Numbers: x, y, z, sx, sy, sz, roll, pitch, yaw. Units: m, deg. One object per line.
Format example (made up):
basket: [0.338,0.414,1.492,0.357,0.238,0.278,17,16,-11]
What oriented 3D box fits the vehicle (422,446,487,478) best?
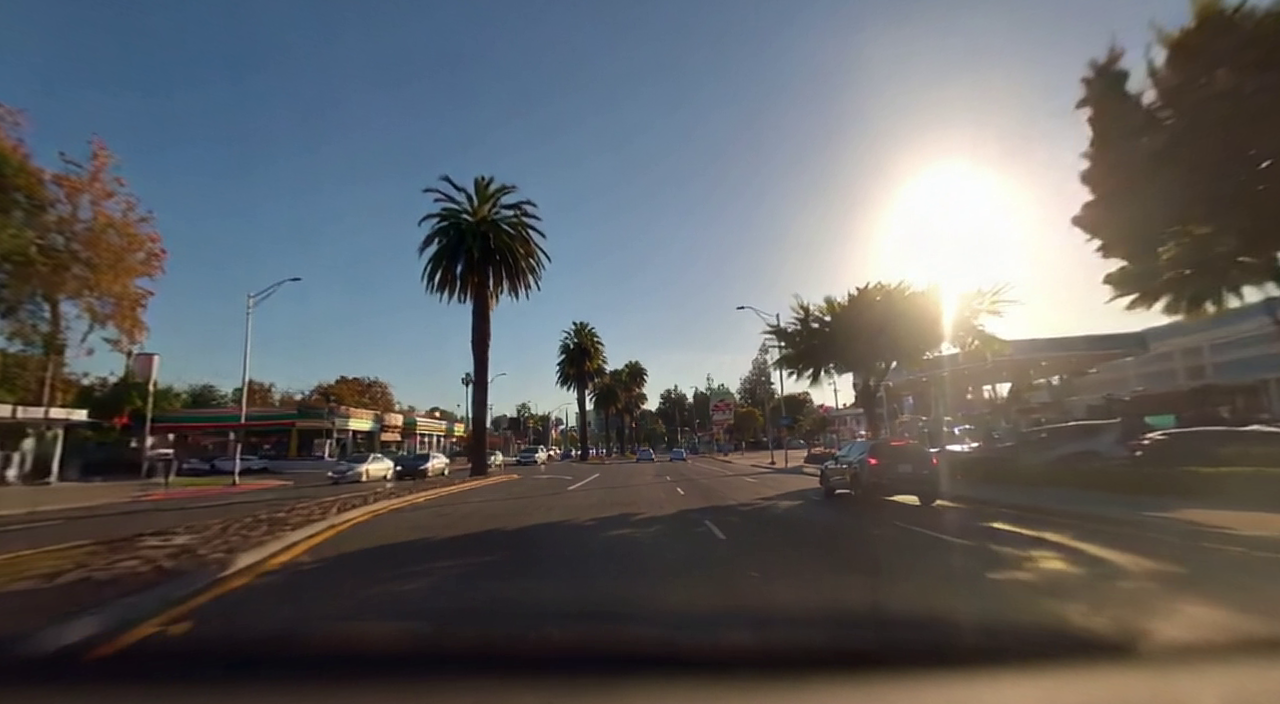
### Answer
vehicle: [-9.211,5.489,31.817,1.891,1.473,4.297,-1,-9,1]

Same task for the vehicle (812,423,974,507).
vehicle: [6.284,2.871,16.505,2.066,1.807,4.893,0,-9,-1]

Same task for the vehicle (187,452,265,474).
vehicle: [-32.414,8.705,49.639,4.623,1.572,2.097,0,-10,0]

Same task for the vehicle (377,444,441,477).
vehicle: [-12.847,6.066,35.492,1.958,1.701,4.082,-1,-8,1]

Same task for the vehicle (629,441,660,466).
vehicle: [0.328,7.506,46.799,2.177,1.754,3.815,-1,-8,1]

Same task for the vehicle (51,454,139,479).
vehicle: [-35.203,7.392,40.918,3.864,1.530,1.961,-1,-8,1]

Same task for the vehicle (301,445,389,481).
vehicle: [-16.182,6.098,35.116,2.183,1.814,5.403,-1,-9,1]
